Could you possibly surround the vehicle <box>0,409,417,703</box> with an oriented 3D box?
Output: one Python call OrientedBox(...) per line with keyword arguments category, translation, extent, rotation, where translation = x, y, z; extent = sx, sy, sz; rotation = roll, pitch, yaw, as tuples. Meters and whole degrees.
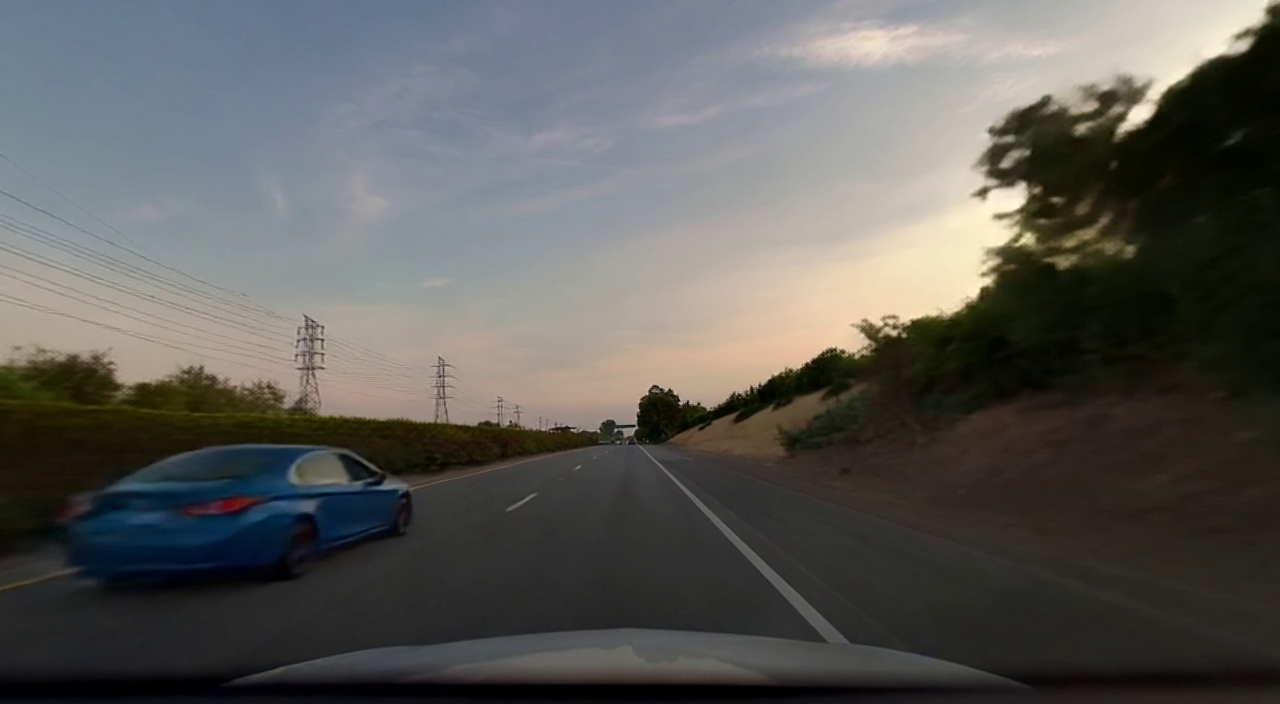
OrientedBox(category="vehicle", translation=(-3.936, 1.427, 5.628), extent=(2.158, 1.604, 4.679), rotation=(0, -8, 0))
